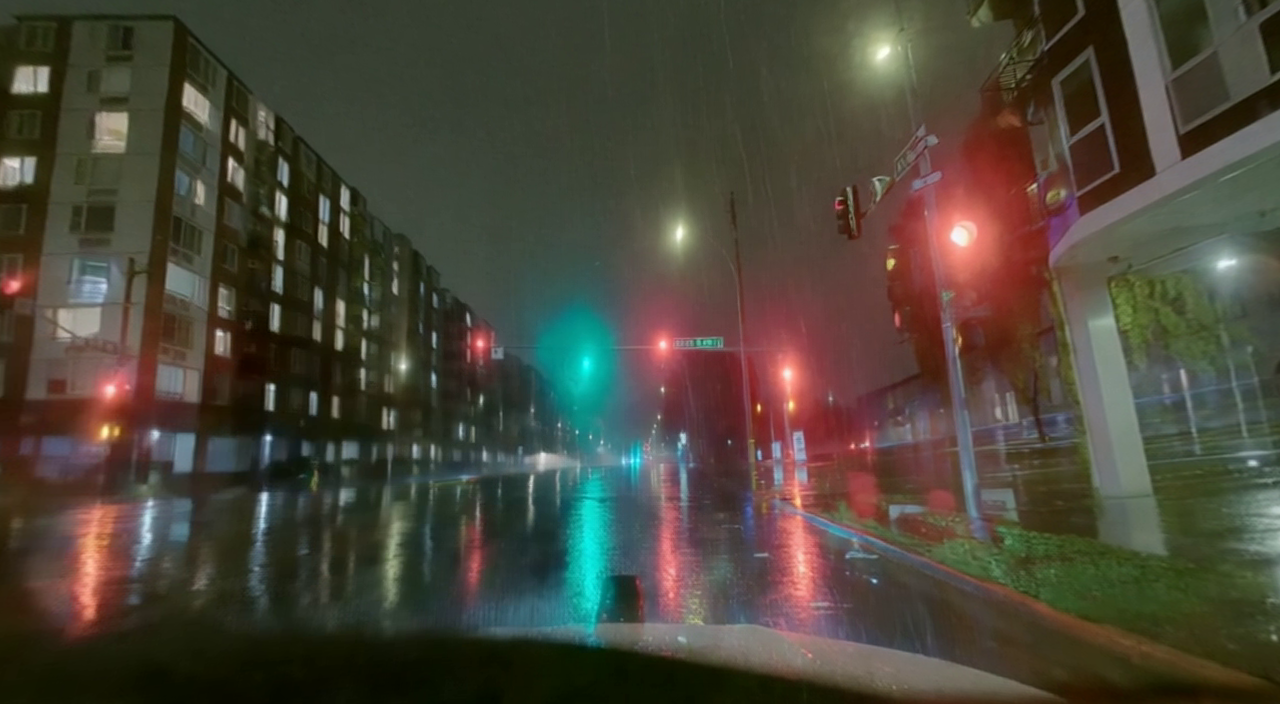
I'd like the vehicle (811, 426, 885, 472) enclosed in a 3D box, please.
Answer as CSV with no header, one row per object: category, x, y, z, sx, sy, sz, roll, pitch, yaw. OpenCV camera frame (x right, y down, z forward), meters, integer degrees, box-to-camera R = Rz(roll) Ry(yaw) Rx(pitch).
vehicle,15.115,7.134,46.343,2.948,3.071,7.295,0,-9,1

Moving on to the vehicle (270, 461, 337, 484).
vehicle,-24.668,8.817,46.284,3.882,1.600,1.768,0,-9,2
